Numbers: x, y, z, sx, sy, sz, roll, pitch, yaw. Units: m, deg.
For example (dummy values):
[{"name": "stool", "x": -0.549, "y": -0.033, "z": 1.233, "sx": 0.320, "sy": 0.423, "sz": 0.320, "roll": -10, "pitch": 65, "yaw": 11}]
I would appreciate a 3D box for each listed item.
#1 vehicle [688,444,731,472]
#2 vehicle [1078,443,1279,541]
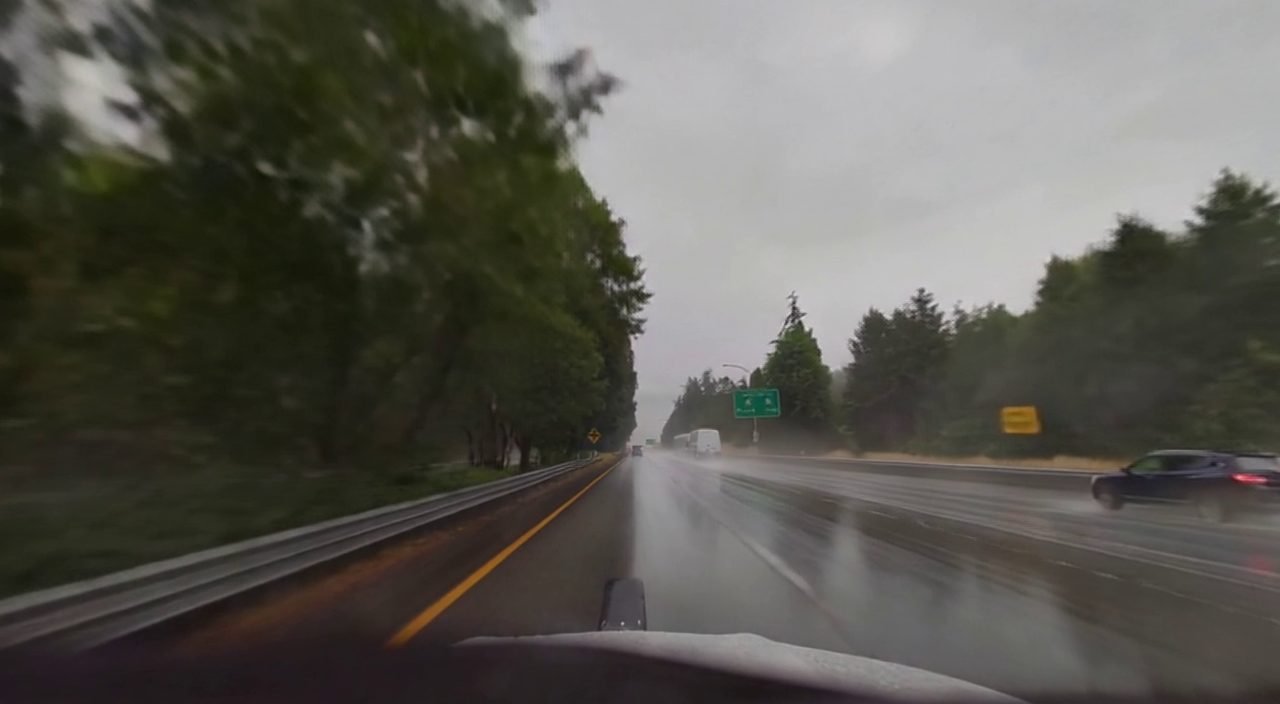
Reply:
[{"name": "vehicle", "x": 4.258, "y": 6.531, "z": 39.039, "sx": 2.058, "sy": 1.605, "sz": 4.116, "roll": 0, "pitch": -9, "yaw": -2}, {"name": "vehicle", "x": 10.024, "y": 2.317, "z": 11.000, "sx": 1.926, "sy": 1.386, "sz": 3.719, "roll": 0, "pitch": -9, "yaw": -3}]
